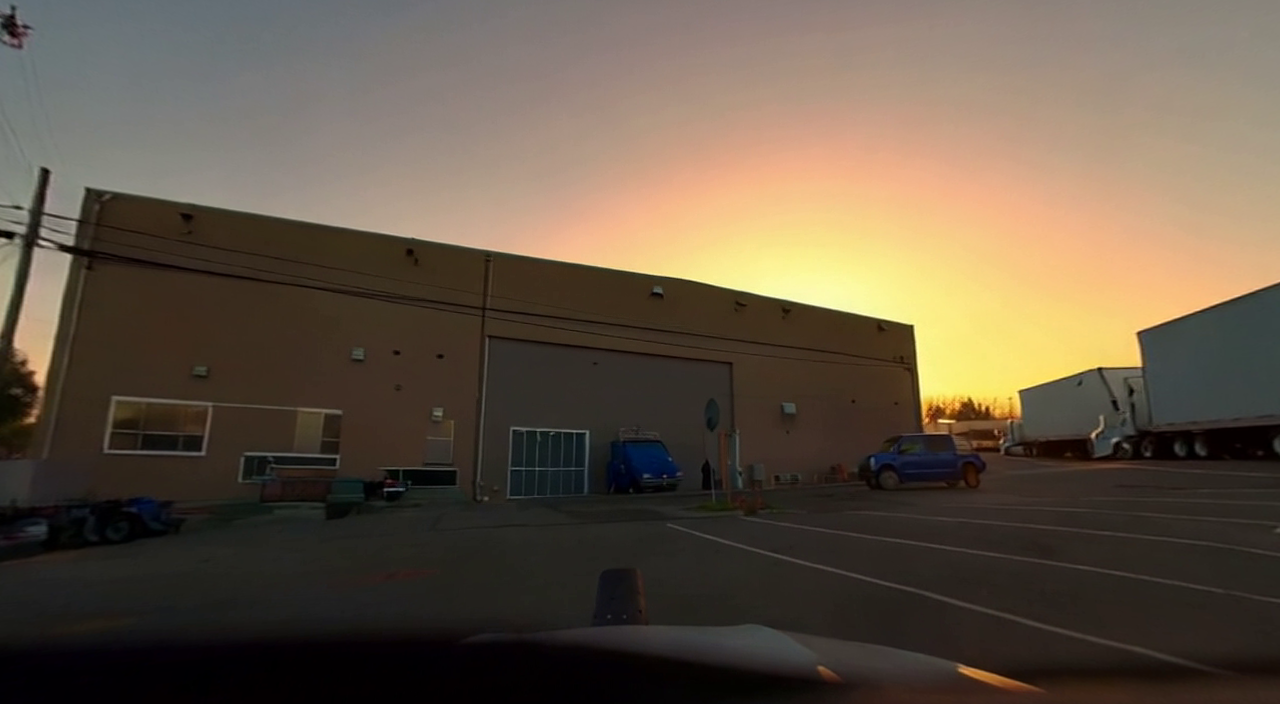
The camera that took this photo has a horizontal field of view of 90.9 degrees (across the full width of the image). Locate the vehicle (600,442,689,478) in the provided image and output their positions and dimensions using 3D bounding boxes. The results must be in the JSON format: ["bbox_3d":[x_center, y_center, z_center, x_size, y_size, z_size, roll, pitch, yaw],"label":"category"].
[{"bbox_3d":[0.258,6.716,39.260,5.207,2.103,1.997,1,-9,-11],"label":"vehicle"}]

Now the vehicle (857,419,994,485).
[{"bbox_3d":[14.113,4.957,31.120,6.271,3.004,2.298,4,-12,-24],"label":"vehicle"}]
